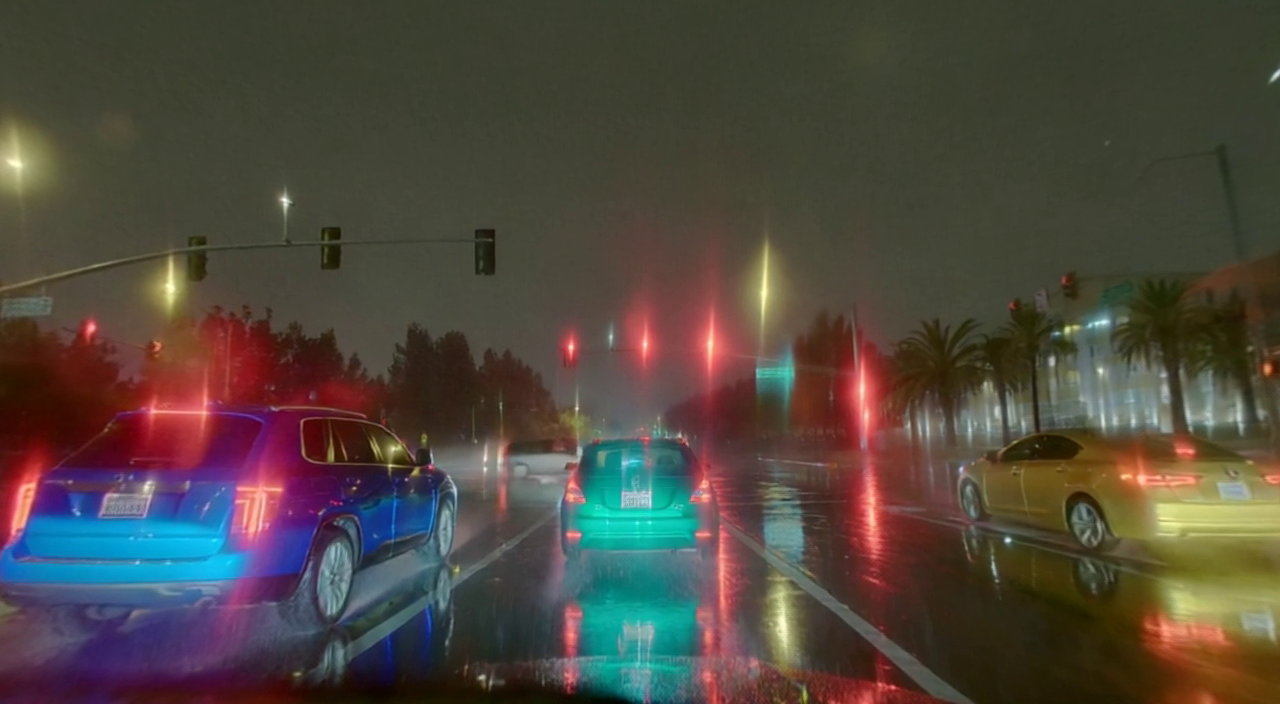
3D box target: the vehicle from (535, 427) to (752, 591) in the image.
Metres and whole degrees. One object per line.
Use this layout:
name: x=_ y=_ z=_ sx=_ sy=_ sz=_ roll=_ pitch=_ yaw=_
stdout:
vehicle: x=0.000 y=1.707 z=7.720 sx=1.942 sy=1.445 sz=3.973 roll=0 pitch=-8 yaw=-1

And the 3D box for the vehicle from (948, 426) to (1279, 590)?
vehicle: x=6.094 y=1.764 z=8.109 sx=1.970 sy=1.489 sz=4.482 roll=0 pitch=-8 yaw=-1

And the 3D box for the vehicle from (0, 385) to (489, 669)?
vehicle: x=-3.103 y=1.372 z=6.089 sx=2.051 sy=1.682 sz=4.467 roll=0 pitch=-8 yaw=2
